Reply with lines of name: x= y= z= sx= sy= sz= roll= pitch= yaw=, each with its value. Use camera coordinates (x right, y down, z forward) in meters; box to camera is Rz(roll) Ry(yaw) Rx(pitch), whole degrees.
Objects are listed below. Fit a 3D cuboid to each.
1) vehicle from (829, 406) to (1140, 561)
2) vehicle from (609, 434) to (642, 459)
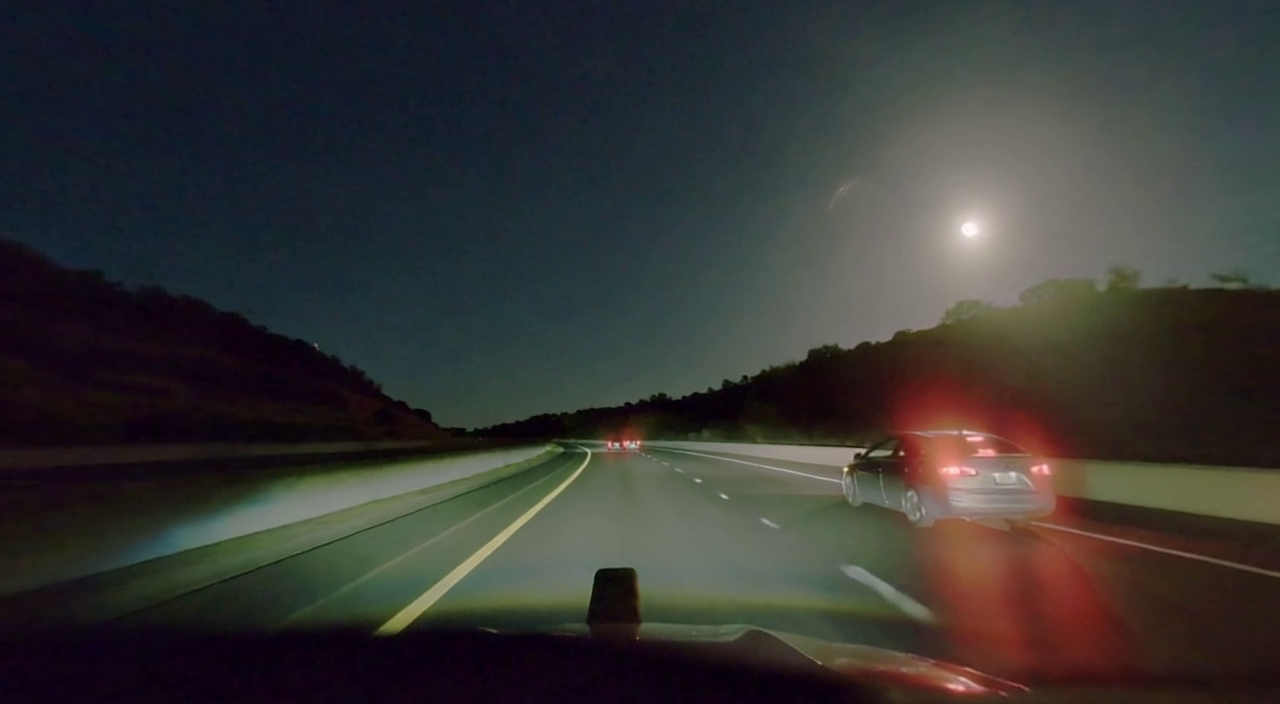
vehicle: x=3.973 y=1.548 z=8.105 sx=1.852 sy=1.513 sz=3.652 roll=0 pitch=-8 yaw=-1
vehicle: x=-0.984 y=6.101 z=40.765 sx=1.998 sy=1.512 sz=3.735 roll=0 pitch=-8 yaw=-3
